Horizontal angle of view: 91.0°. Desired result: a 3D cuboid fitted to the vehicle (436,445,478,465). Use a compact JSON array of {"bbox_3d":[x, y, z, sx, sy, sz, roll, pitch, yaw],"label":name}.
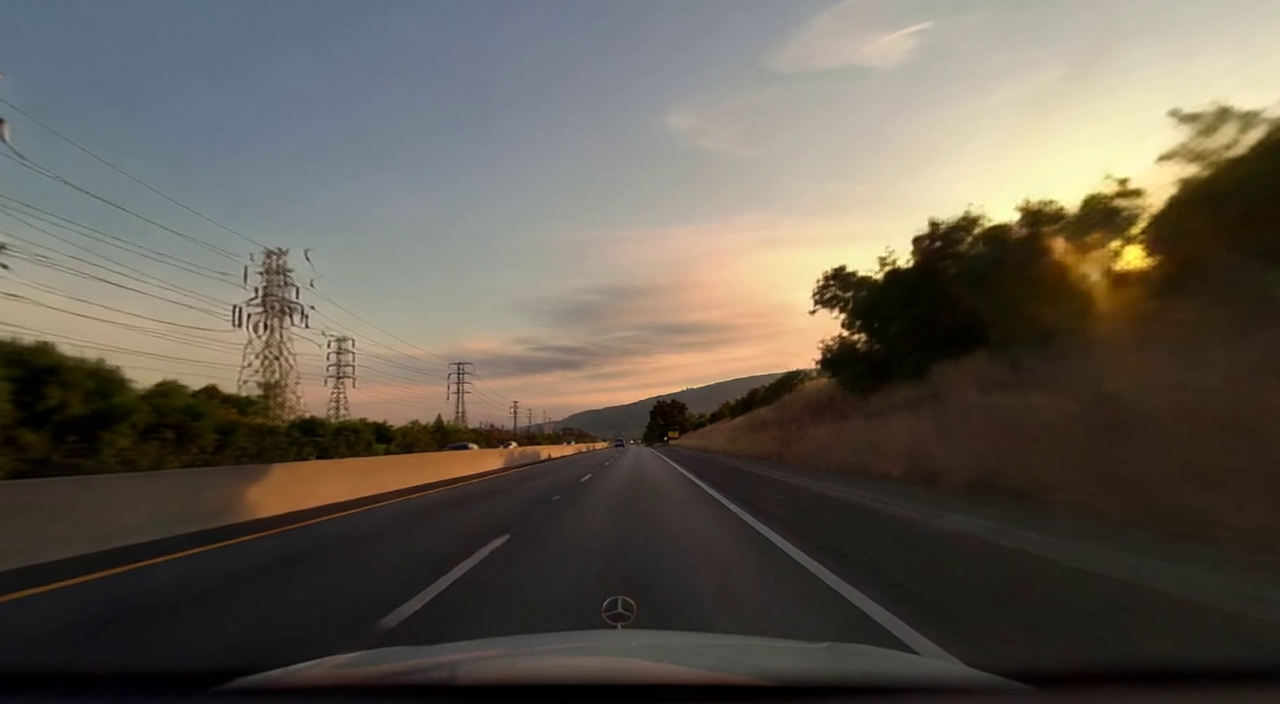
[{"bbox_3d":[-14.294,8.042,49.357,1.953,1.477,4.501,0,-8,0],"label":"vehicle"}]
